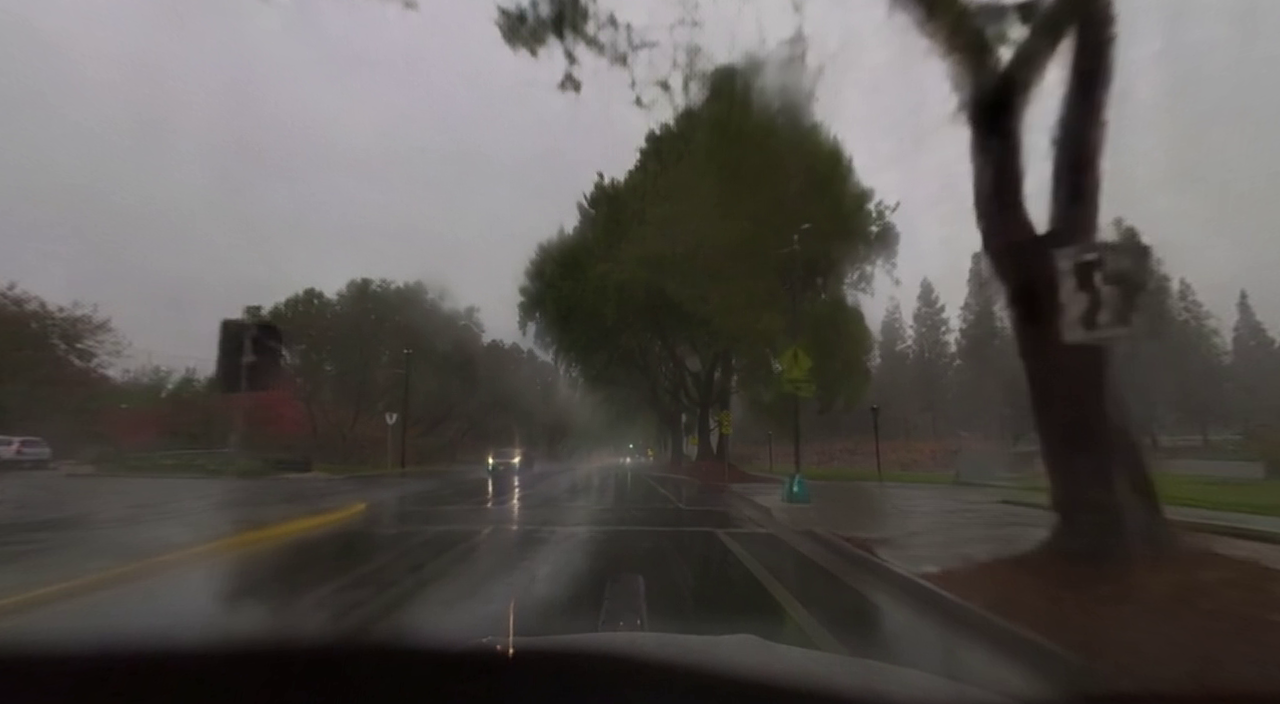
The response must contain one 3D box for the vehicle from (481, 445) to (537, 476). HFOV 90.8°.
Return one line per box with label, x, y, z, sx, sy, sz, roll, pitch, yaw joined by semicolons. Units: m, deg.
vehicle;-7.649;6.351;37.282;2.036;1.686;4.780;-1;-8;3
